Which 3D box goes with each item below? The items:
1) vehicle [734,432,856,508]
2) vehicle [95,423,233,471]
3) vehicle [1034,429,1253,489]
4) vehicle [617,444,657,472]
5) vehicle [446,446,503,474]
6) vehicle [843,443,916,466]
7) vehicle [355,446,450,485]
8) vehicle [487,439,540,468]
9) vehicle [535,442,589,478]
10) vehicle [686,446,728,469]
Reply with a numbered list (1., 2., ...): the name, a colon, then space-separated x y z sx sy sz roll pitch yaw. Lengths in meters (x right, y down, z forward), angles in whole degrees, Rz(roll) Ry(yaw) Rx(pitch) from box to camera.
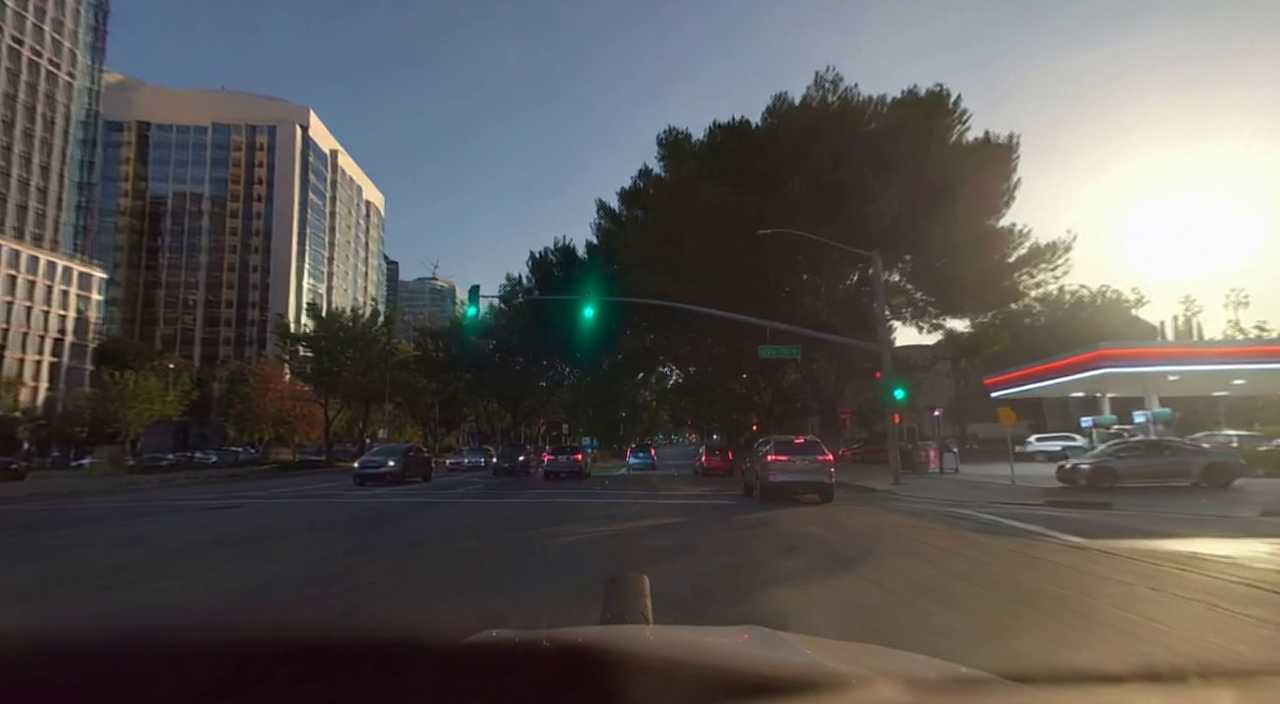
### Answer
1. vehicle: 3.793 2.971 16.286 2.022 1.683 4.171 0 -9 -1
2. vehicle: -33.752 6.753 44.898 7.339 3.284 2.857 0 -9 -1
3. vehicle: 17.803 3.806 22.551 5.585 1.866 2.607 -1 -9 -3
4. vehicle: -0.142 5.973 35.683 2.104 1.477 4.591 0 -9 0
5. vehicle: -9.079 5.946 34.948 2.001 1.461 3.859 0 -9 2
6. vehicle: 17.084 7.324 45.092 4.506 1.604 1.830 0 -9 -1
7. vehicle: -9.612 4.616 26.018 2.023 1.433 4.699 0 -9 1
8. vehicle: -9.070 7.350 45.881 2.455 1.904 6.030 -1 -9 2
9. vehicle: -3.658 5.154 30.324 2.023 1.607 4.086 0 -9 1
10. vehicle: 4.456 7.077 42.429 2.174 1.462 4.400 0 -9 -2
